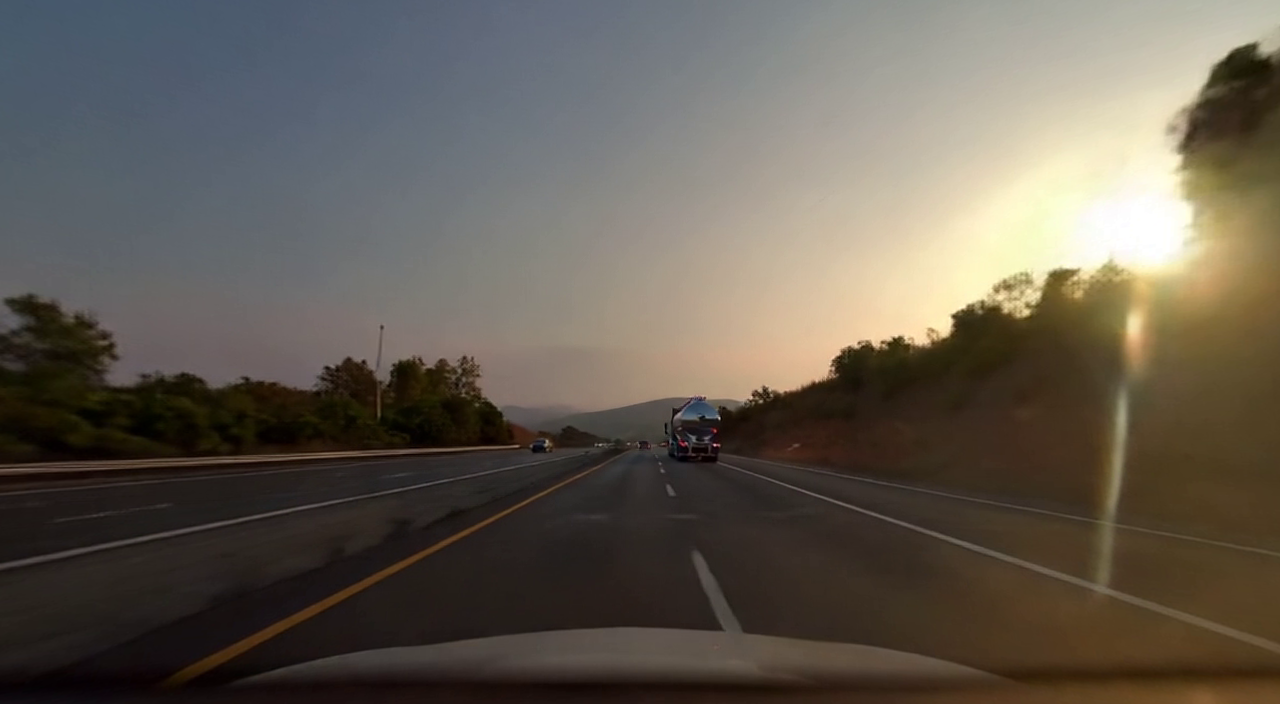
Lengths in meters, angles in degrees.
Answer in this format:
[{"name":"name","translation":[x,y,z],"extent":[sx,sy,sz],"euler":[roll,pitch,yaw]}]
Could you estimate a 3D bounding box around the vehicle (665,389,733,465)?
[{"name":"vehicle","translation":[3.153,4.455,36.805],"extent":[2.946,3.745,11.516],"euler":[0,-8,0]}]
